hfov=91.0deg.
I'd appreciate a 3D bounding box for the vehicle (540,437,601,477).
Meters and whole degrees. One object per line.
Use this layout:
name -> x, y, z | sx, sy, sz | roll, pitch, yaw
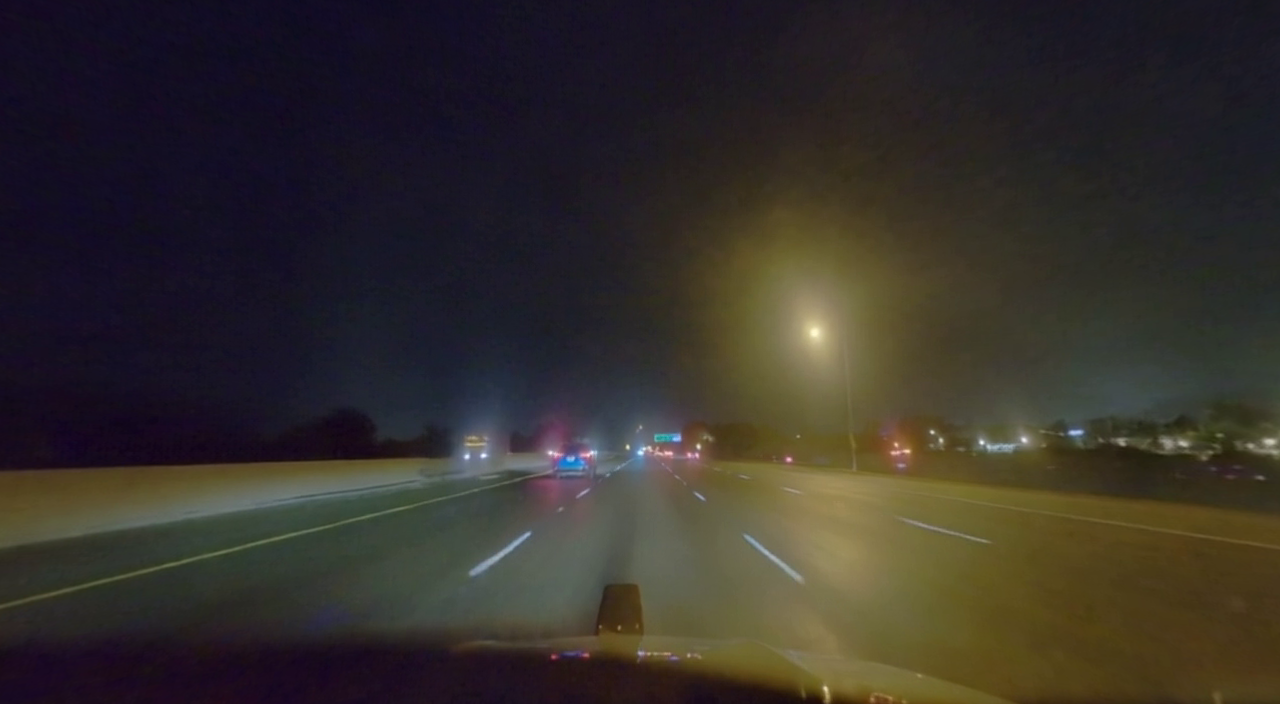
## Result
vehicle -> -3.589, 5.613, 33.780 | 2.431, 1.928, 5.760 | 0, -9, 2
